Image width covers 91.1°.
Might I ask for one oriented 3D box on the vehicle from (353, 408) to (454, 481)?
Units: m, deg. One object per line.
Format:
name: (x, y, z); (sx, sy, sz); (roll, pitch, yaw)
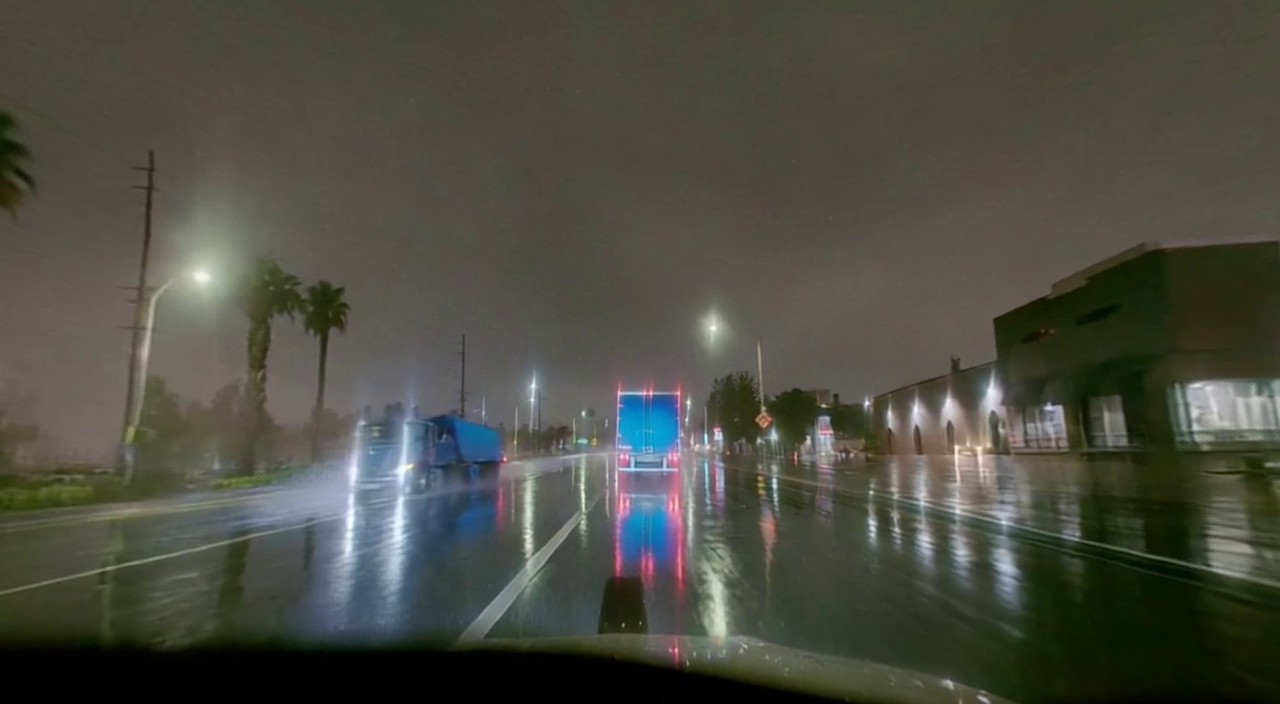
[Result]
vehicle: (-14.009, 5.595, 37.969); (3.008, 3.997, 7.313); (0, -9, 2)

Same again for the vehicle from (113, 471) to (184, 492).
vehicle: (-35.414, 9.316, 45.265); (3.601, 1.427, 1.646); (0, -9, -2)

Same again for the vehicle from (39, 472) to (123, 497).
vehicle: (-35.205, 8.352, 39.589); (3.645, 1.423, 1.671); (0, -9, 2)

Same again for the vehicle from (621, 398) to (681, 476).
vehicle: (0.368, 5.194, 37.773); (2.992, 3.949, 11.815); (0, -9, -2)

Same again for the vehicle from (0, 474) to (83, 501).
vehicle: (-35.285, 7.941, 36.801); (3.645, 1.436, 1.673); (0, -9, 1)
